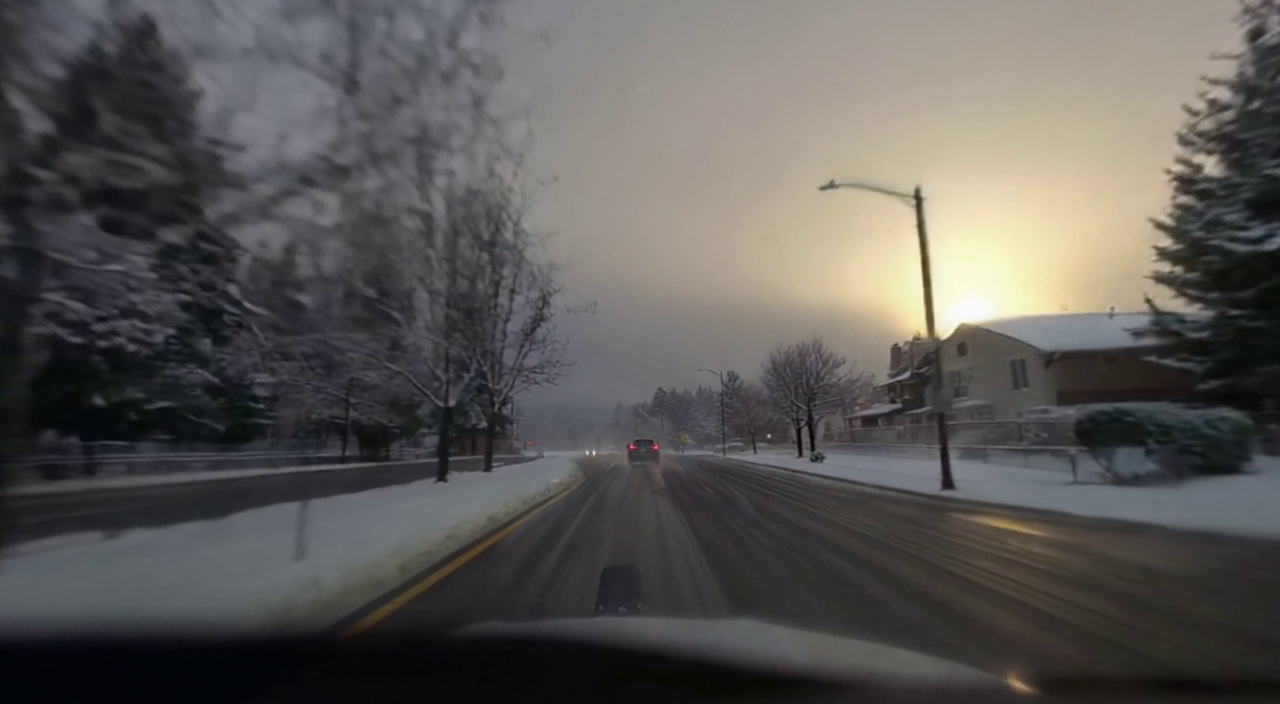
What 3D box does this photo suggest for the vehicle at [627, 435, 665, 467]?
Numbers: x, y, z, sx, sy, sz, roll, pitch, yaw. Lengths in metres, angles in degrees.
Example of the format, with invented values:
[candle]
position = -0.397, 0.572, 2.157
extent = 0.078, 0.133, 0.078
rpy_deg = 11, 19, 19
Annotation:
[vehicle]
position = 0.300, 5.853, 37.258
extent = 2.165, 1.783, 4.391
rpy_deg = 0, -8, -1
